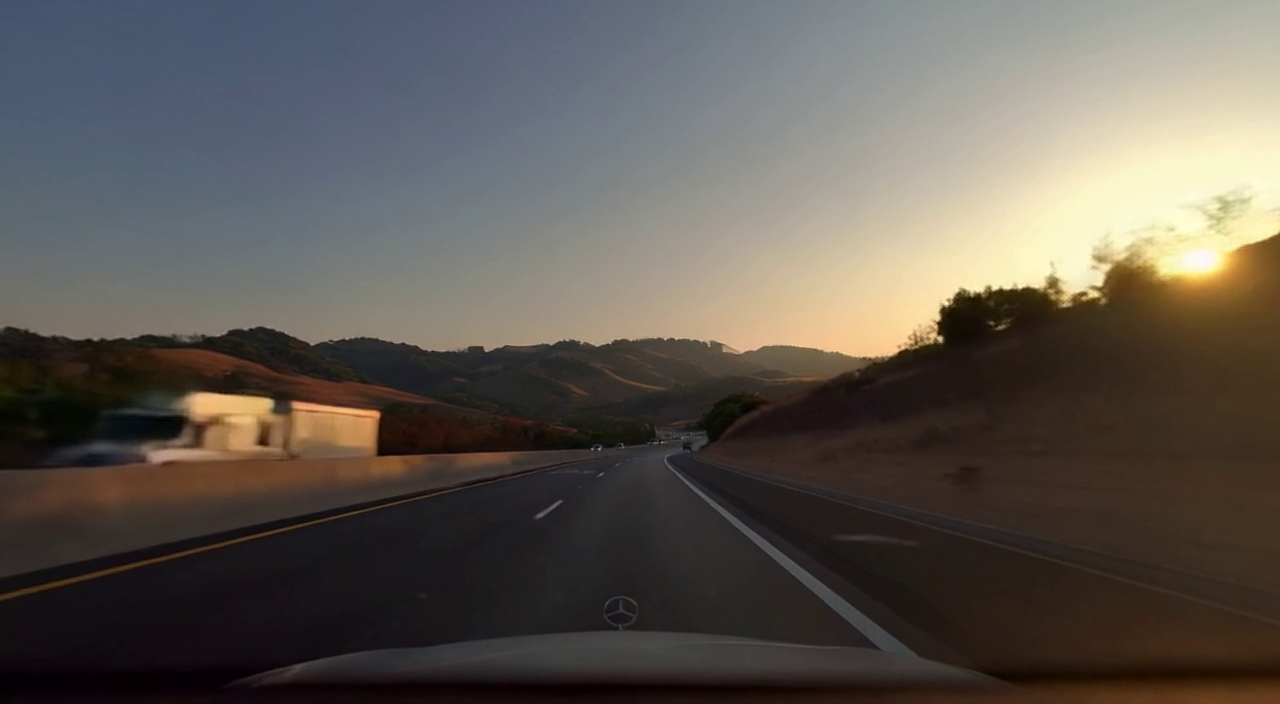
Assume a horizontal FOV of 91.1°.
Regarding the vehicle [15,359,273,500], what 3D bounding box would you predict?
[{"bbox_3d":[-16.893,2.826,22.346,3.287,4.193,6.858,0,-9,0],"label":"vehicle"}]
